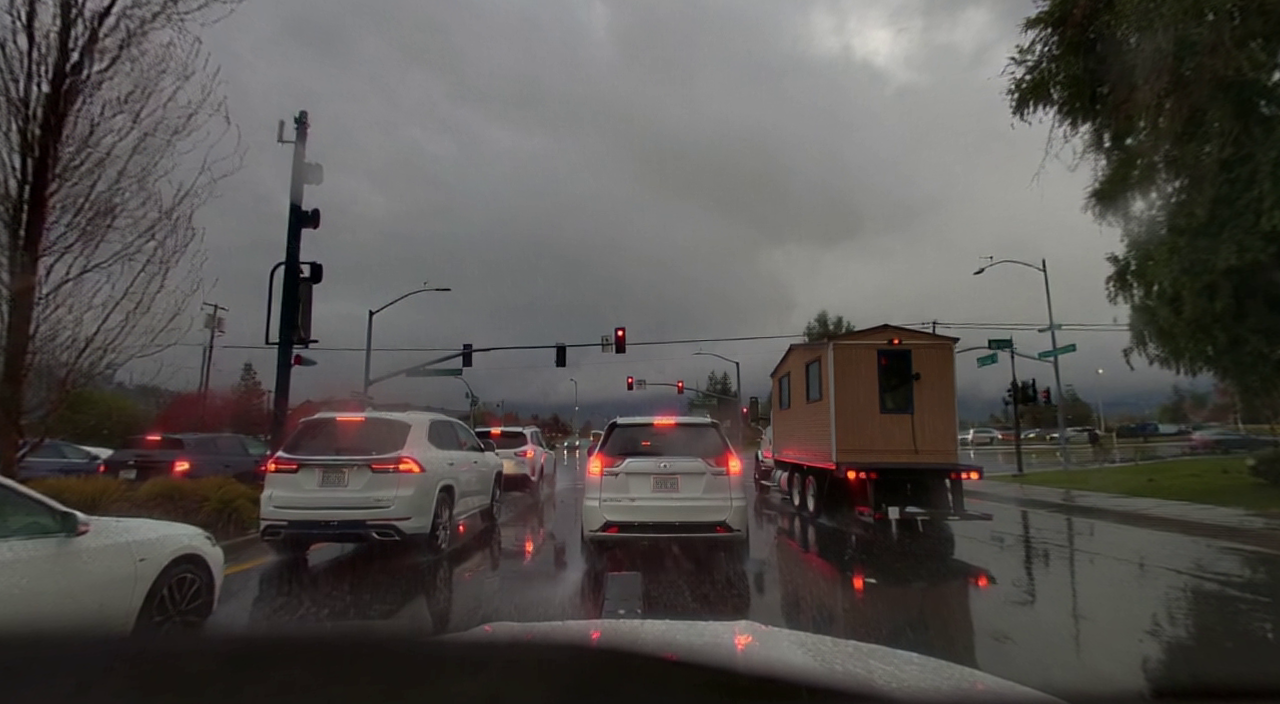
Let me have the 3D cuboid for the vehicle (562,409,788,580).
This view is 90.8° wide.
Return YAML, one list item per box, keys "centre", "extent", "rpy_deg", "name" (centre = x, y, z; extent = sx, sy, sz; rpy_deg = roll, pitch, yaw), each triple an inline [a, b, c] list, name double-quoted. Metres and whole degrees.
- centre: [0.348, 1.702, 8.313]
  extent: [2.189, 1.649, 4.171]
  rpy_deg: [0, -9, 0]
  name: "vehicle"

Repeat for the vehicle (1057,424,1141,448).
- centre: [33.183, 6.137, 45.877]
  extent: [4.671, 1.595, 1.824]
  rpy_deg: [-5, -10, 31]
  name: "vehicle"

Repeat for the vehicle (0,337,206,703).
- centre: [-3.438, 0.674, 1.472]
  extent: [1.952, 1.730, 4.116]
  rpy_deg: [0, -9, -1]
  name: "vehicle"

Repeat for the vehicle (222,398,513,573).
- centre: [-3.283, 1.718, 8.846]
  extent: [2.085, 1.812, 4.388]
  rpy_deg: [0, -9, 0]
  name: "vehicle"

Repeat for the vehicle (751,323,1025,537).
- centre: [3.675, 1.403, 11.002]
  extent: [2.531, 2.750, 5.595]
  rpy_deg: [0, -9, 1]
  name: "vehicle"
